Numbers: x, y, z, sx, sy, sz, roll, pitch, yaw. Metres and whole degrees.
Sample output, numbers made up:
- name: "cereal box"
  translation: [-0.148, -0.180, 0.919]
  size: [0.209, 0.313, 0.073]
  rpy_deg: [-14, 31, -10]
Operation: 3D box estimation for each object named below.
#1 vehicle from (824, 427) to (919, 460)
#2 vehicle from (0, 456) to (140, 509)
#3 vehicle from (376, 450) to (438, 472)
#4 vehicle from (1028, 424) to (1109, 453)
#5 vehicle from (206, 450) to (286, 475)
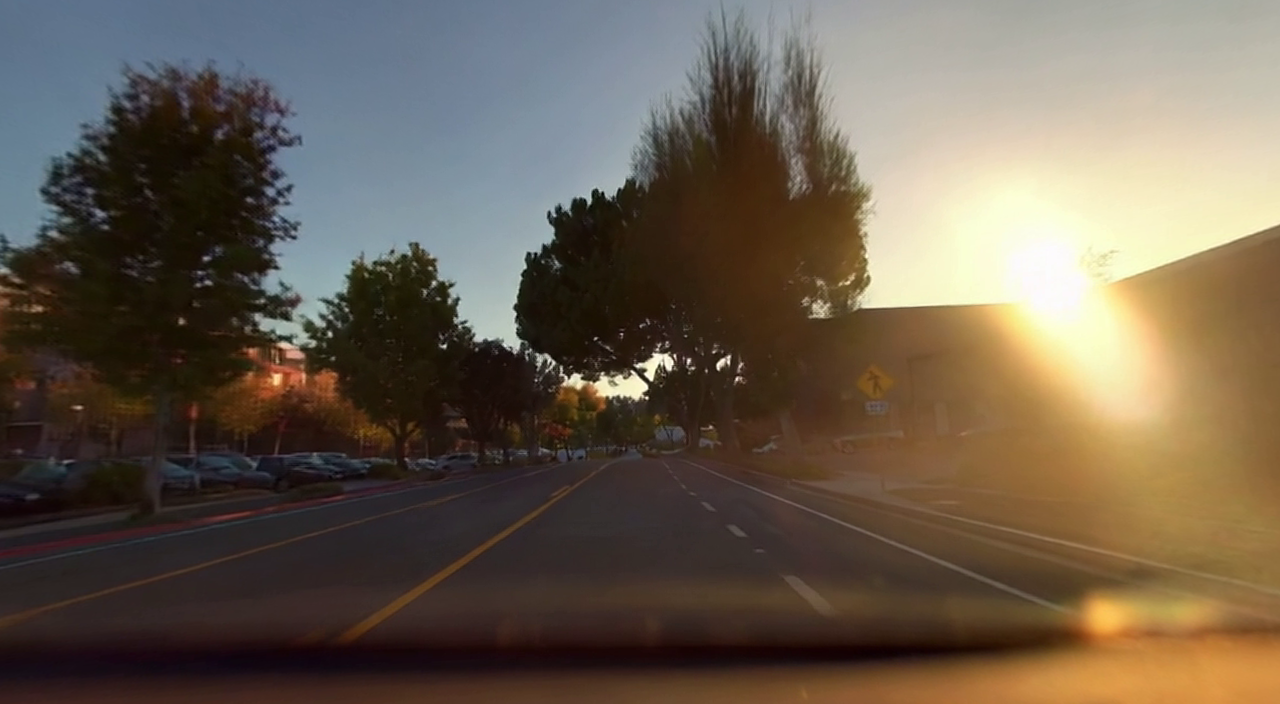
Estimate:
- name: "vehicle"
  translation: [12.802, 5.046, 34.958]
  size: [4.632, 1.701, 1.975]
  rpy_deg: [-4, -9, 26]
- name: "vehicle"
  translation: [-18.870, 4.230, 20.887]
  size: [4.295, 1.486, 1.881]
  rpy_deg: [-4, -9, 27]
- name: "vehicle"
  translation: [-17.337, 8.099, 46.971]
  size: [4.708, 1.472, 1.994]
  rpy_deg: [-6, -10, 36]
- name: "vehicle"
  translation: [23.185, 4.681, 34.137]
  size: [4.694, 1.496, 1.845]
  rpy_deg: [5, -10, -33]
- name: "vehicle"
  translation: [-27.243, 7.660, 43.812]
  size: [4.272, 1.613, 1.855]
  rpy_deg: [2, -8, -14]
